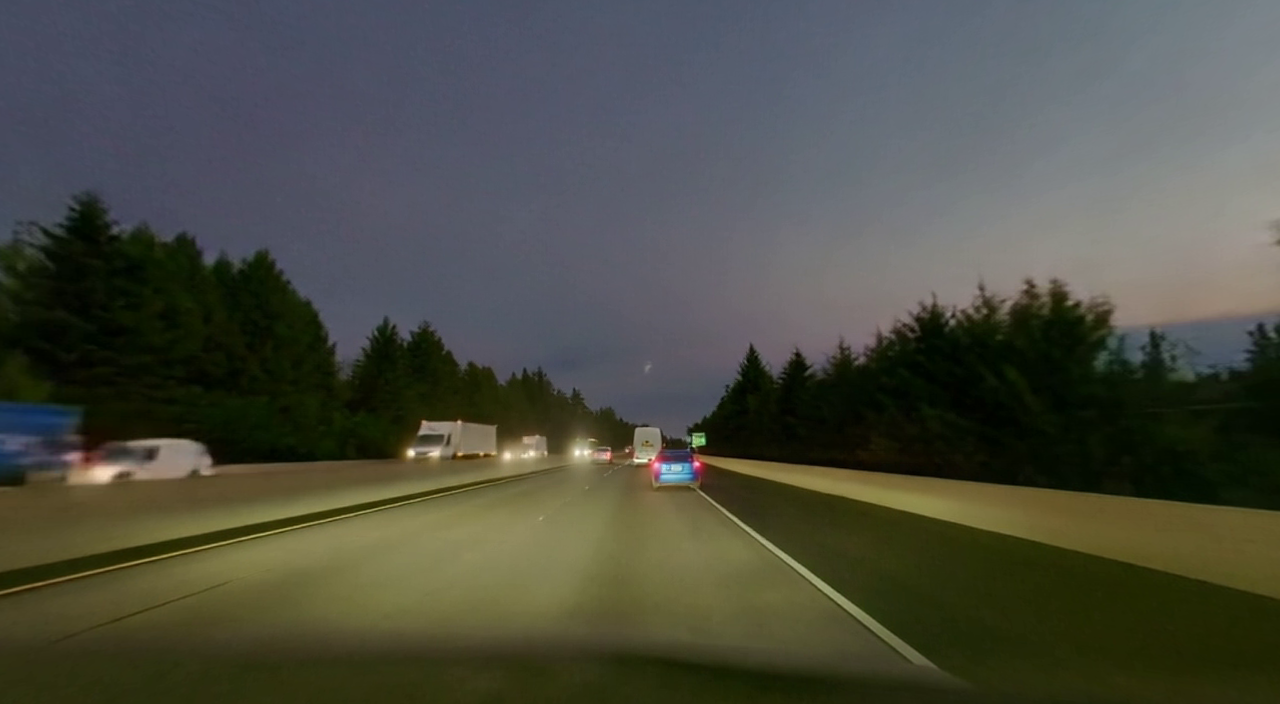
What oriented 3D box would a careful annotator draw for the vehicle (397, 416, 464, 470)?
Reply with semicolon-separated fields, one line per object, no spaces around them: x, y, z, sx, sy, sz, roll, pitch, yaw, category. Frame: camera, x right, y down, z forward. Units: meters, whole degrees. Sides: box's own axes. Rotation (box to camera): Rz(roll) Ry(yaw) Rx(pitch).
-16.357;7.216;49.612;2.956;3.936;6.173;0;-9;1;vehicle

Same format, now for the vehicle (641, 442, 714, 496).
1.050;3.556;19.482;2.012;1.485;3.649;0;-9;0;vehicle

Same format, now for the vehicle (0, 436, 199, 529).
-12.509;2.806;14.123;2.072;1.742;4.275;0;-9;1;vehicle
